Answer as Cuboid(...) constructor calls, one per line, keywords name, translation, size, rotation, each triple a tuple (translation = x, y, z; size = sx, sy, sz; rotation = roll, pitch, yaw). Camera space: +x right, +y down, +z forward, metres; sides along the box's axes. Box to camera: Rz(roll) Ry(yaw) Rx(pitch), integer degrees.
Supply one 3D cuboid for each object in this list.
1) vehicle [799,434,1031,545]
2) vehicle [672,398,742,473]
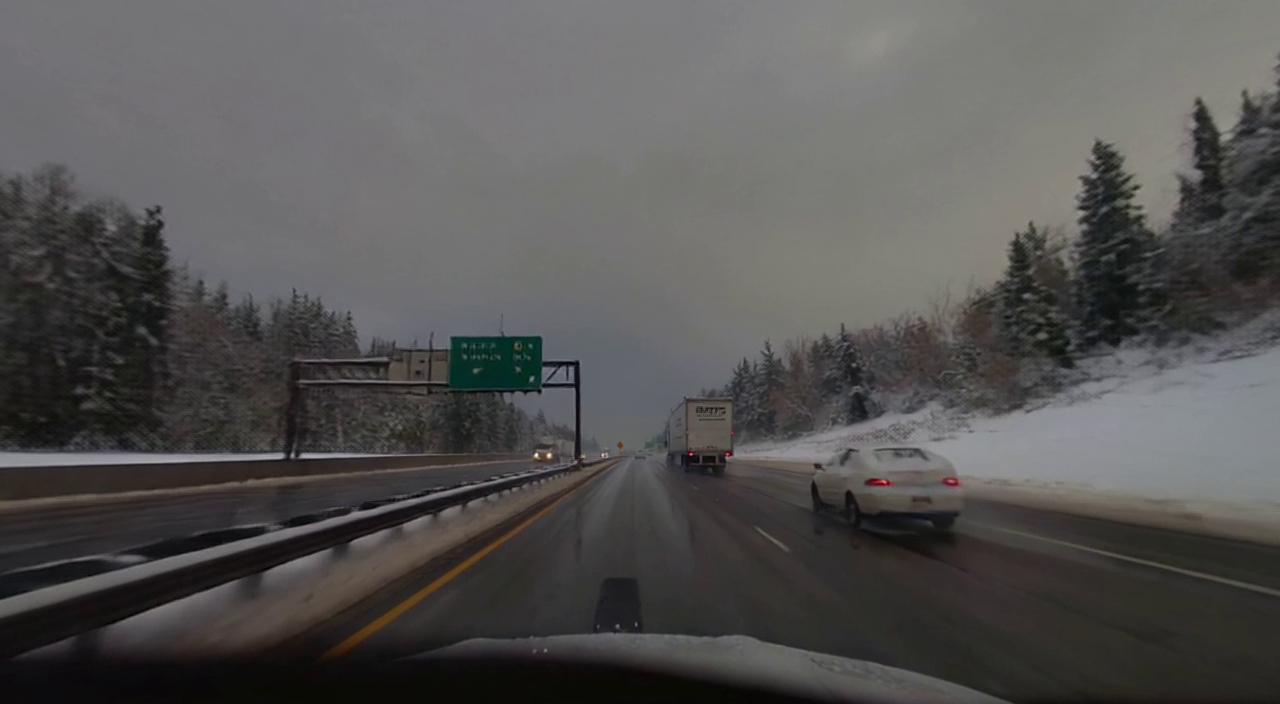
Cuboid(name="vehicle", translation=(4.219, 2.174, 10.546), size=(1.917, 1.471, 4.149), rotation=(0, -9, -1))
Cuboid(name="vehicle", translation=(3.965, 5.642, 41.199), size=(2.926, 4.060, 14.068), rotation=(0, -9, 0))
